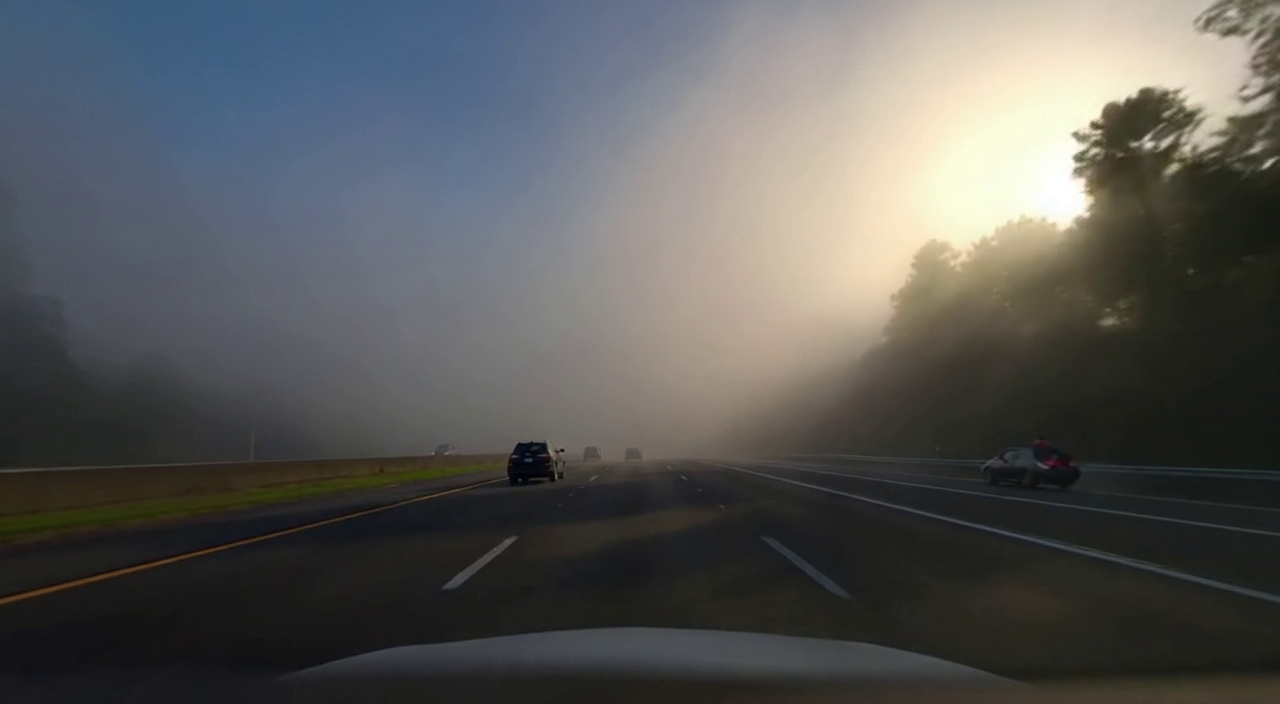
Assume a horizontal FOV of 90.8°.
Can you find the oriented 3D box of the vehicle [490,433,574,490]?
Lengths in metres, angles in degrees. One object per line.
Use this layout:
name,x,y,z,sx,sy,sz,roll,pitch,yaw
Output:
vehicle,-3.609,3.771,22.019,2.114,1.774,4.427,0,-9,0
